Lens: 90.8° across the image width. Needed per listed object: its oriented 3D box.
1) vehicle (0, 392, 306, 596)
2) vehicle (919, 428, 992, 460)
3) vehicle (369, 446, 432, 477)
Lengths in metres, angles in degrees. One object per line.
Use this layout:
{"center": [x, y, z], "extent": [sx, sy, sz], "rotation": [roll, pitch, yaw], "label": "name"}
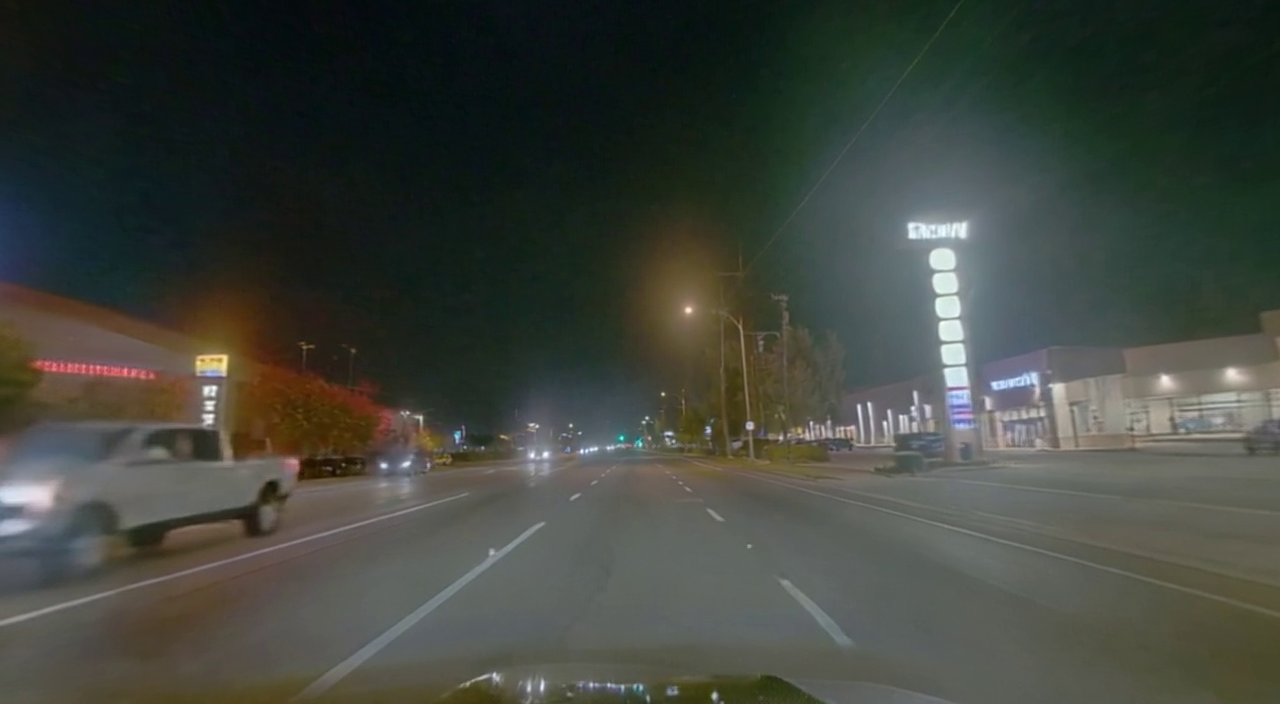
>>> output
{"center": [-7.285, 1.701, 8.283], "extent": [2.452, 1.905, 6.188], "rotation": [0, -9, 0], "label": "vehicle"}
{"center": [17.243, 5.030, 34.451], "extent": [4.277, 1.605, 1.920], "rotation": [7, -11, -41], "label": "vehicle"}
{"center": [-14.006, 6.397, 37.254], "extent": [1.961, 1.670, 4.583], "rotation": [0, -9, -1], "label": "vehicle"}
